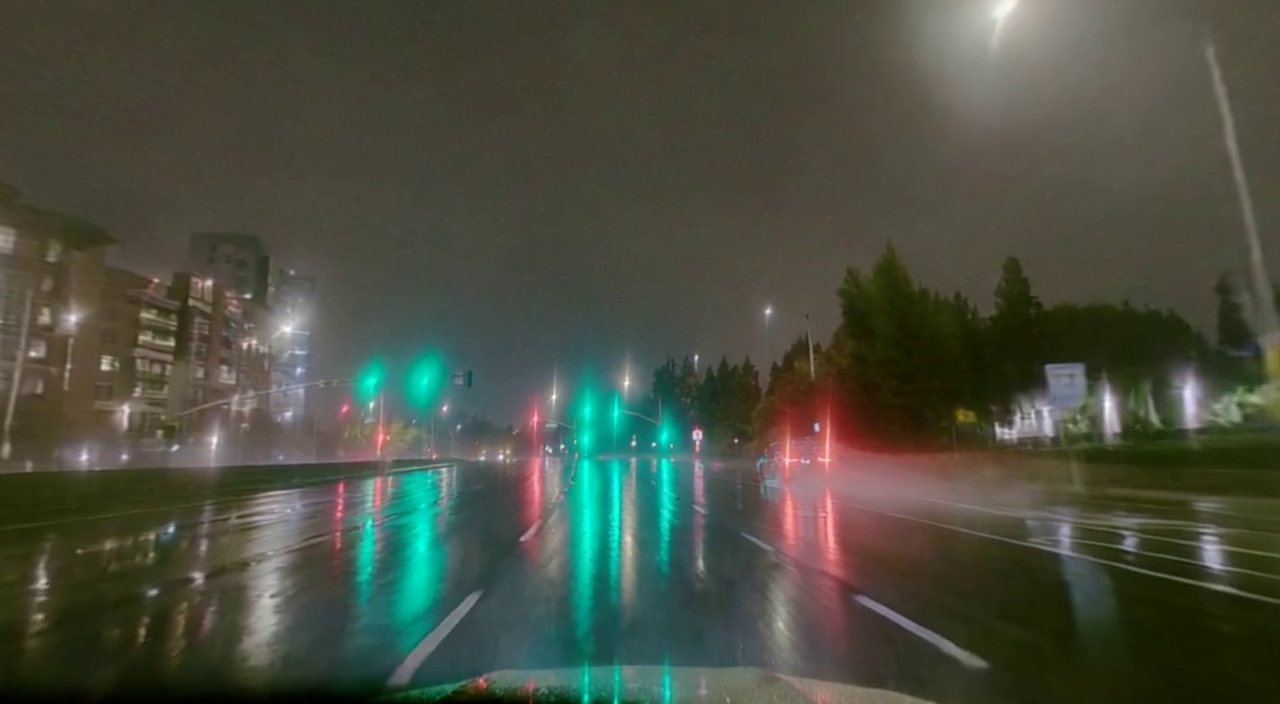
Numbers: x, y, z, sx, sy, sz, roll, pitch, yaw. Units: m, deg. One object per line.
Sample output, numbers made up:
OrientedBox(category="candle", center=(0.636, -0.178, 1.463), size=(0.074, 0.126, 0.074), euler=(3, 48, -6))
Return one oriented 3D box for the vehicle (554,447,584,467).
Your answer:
OrientedBox(category="vehicle", center=(-5.535, 8.208, 49.656), size=(2.073, 1.445, 4.151), euler=(0, -8, -2))
